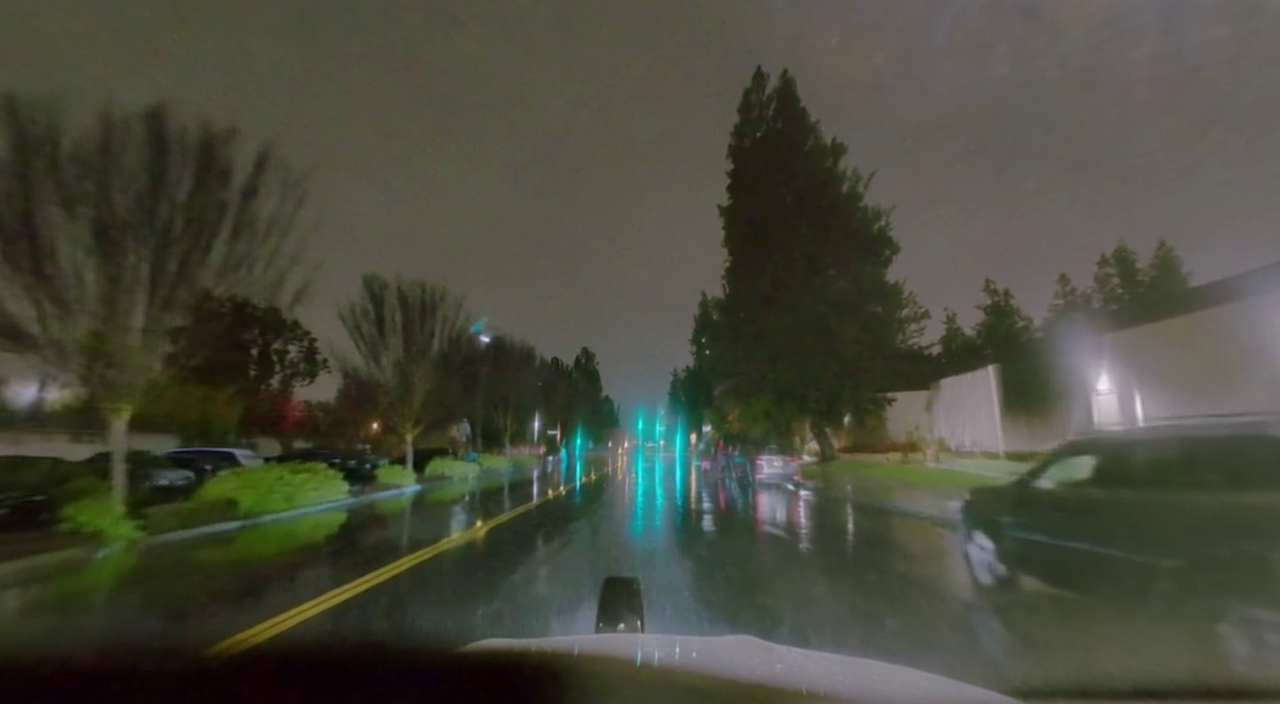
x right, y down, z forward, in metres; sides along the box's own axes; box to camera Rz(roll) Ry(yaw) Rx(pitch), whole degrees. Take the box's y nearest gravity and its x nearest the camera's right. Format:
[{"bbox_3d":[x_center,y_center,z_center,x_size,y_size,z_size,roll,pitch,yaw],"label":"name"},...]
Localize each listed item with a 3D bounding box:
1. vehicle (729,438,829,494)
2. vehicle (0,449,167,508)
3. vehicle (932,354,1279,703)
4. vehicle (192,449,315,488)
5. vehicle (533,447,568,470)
[{"bbox_3d":[4.253,3.581,20.272,1.952,1.538,5.215,0,-8,-1],"label":"vehicle"},{"bbox_3d":[-16.025,3.497,17.823,4.491,1.455,1.959,-3,-9,18],"label":"vehicle"},{"bbox_3d":[4.017,1.053,4.122,2.104,1.726,4.288,0,-8,-1],"label":"vehicle"},{"bbox_3d":[-15.674,4.677,25.668,4.181,1.467,1.851,-3,-9,16],"label":"vehicle"},{"bbox_3d":[-6.530,7.752,46.306,1.928,1.537,4.439,-1,-8,0],"label":"vehicle"}]
